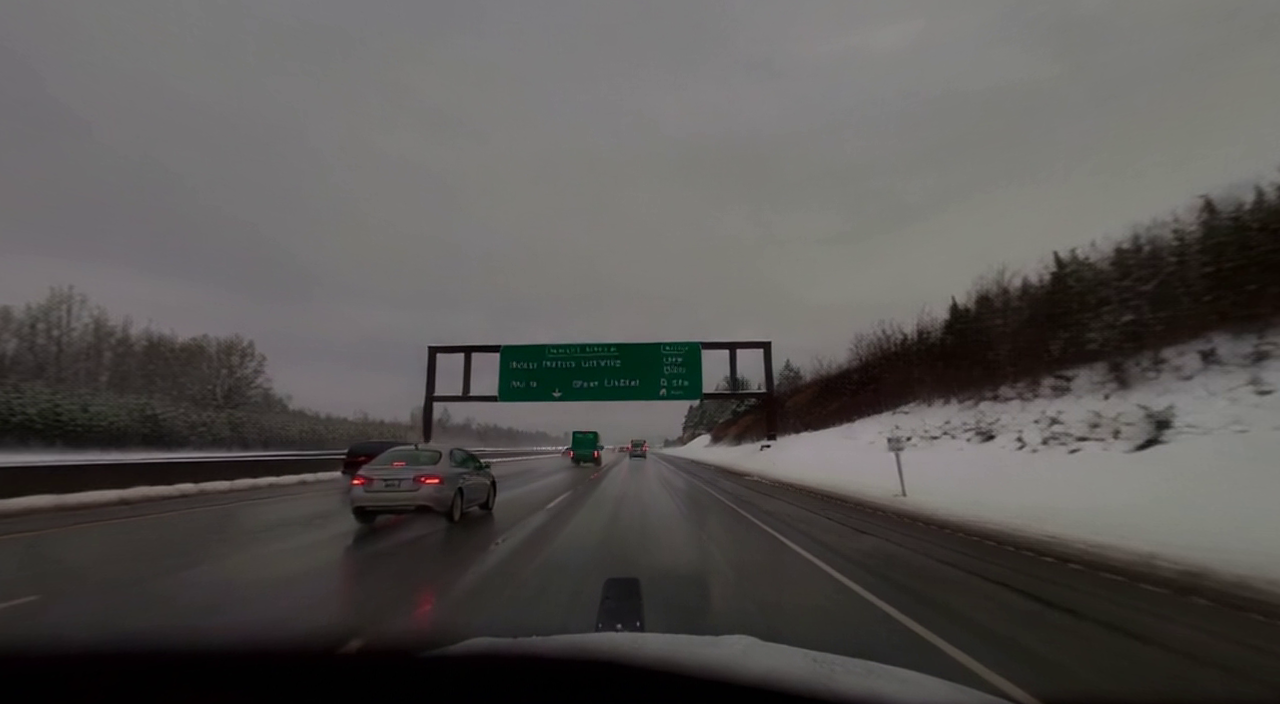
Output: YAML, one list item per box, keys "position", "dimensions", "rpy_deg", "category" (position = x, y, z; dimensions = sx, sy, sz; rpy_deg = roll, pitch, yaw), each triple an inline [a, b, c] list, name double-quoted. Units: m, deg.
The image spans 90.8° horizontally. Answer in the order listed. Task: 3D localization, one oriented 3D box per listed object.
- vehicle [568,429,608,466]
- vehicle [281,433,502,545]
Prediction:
- position: [-3.649, 6.854, 45.132]
  dimensions: [2.290, 2.453, 5.561]
  rpy_deg: [0, -9, 1]
  category: "vehicle"
- position: [-3.662, 2.086, 10.198]
  dimensions: [1.924, 1.436, 3.915]
  rpy_deg: [0, -9, 1]
  category: "vehicle"
